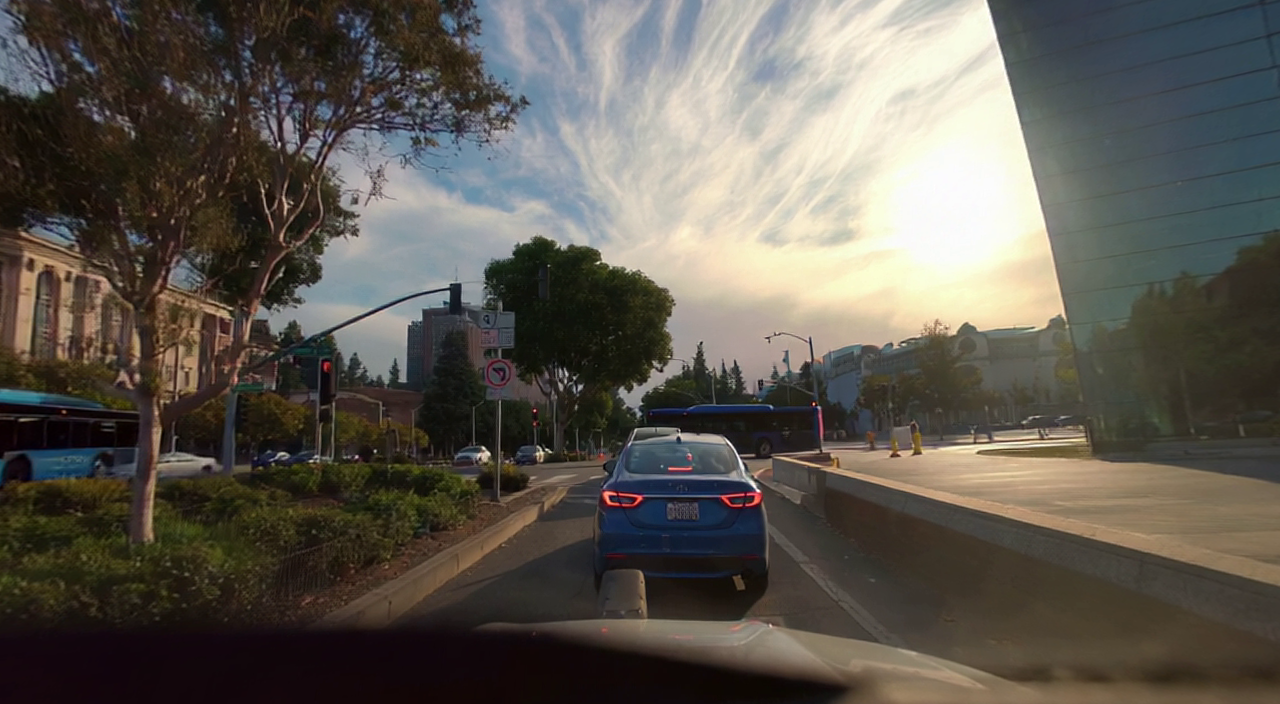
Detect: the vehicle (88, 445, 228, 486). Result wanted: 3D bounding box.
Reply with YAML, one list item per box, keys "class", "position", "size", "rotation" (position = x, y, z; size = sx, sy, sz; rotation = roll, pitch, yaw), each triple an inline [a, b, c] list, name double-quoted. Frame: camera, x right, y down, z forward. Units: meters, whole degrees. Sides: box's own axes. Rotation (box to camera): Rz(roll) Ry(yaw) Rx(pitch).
- class: "vehicle"
  position: [-21.335, 4.998, 28.234]
  size: [1.892, 1.645, 4.561]
  rotation: [-3, -9, 21]

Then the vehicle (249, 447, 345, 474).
- class: "vehicle"
  position: [-20.261, 6.384, 37.597]
  size: [1.883, 1.461, 4.830]
  rotation: [-4, -9, 23]

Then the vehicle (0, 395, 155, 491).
- class: "vehicle"
  position: [-25.937, 3.649, 25.339]
  size: [2.692, 3.685, 10.153]
  rotation: [-3, -9, 20]

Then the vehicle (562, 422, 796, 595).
- class: "vehicle"
  position: [0.370, 1.633, 7.400]
  size: [2.006, 1.470, 3.799]
  rotation: [0, -8, 1]
